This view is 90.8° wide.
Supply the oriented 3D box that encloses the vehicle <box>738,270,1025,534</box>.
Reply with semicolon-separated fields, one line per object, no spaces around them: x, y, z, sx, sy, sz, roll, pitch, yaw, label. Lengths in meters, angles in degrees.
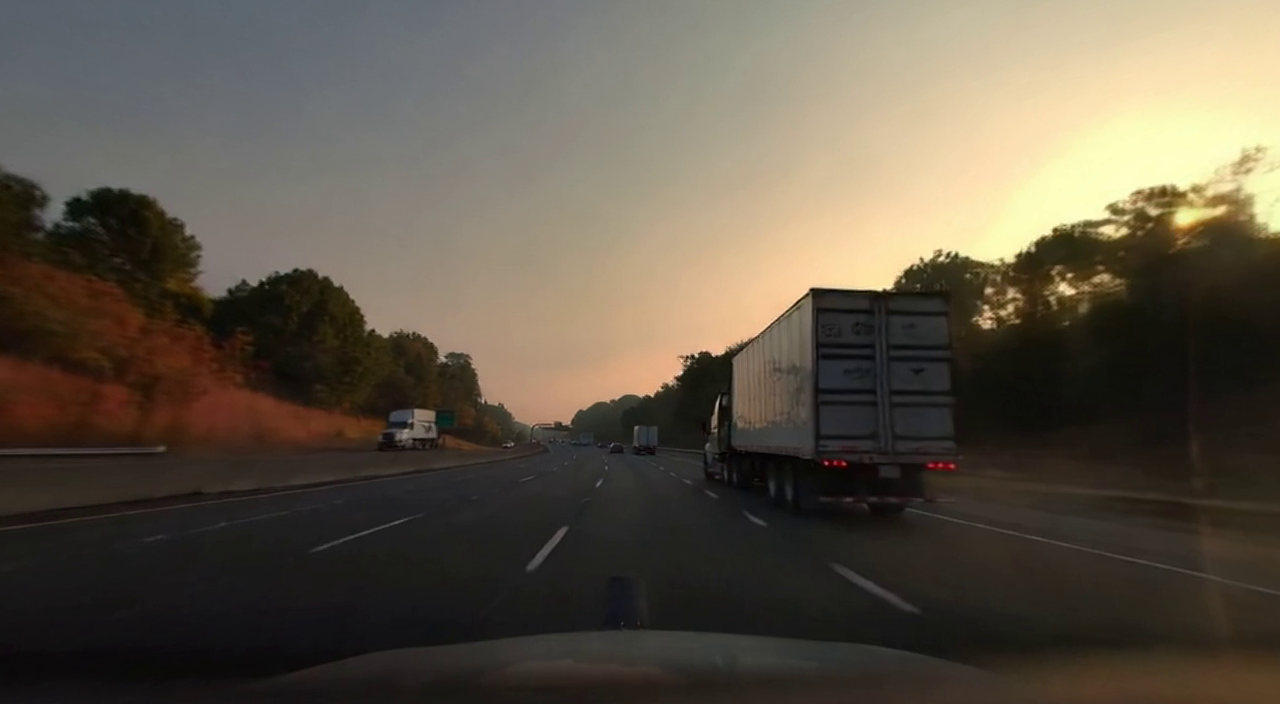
4.263;1.344;13.772;2.826;4.035;8.369;0;-9;0;vehicle
